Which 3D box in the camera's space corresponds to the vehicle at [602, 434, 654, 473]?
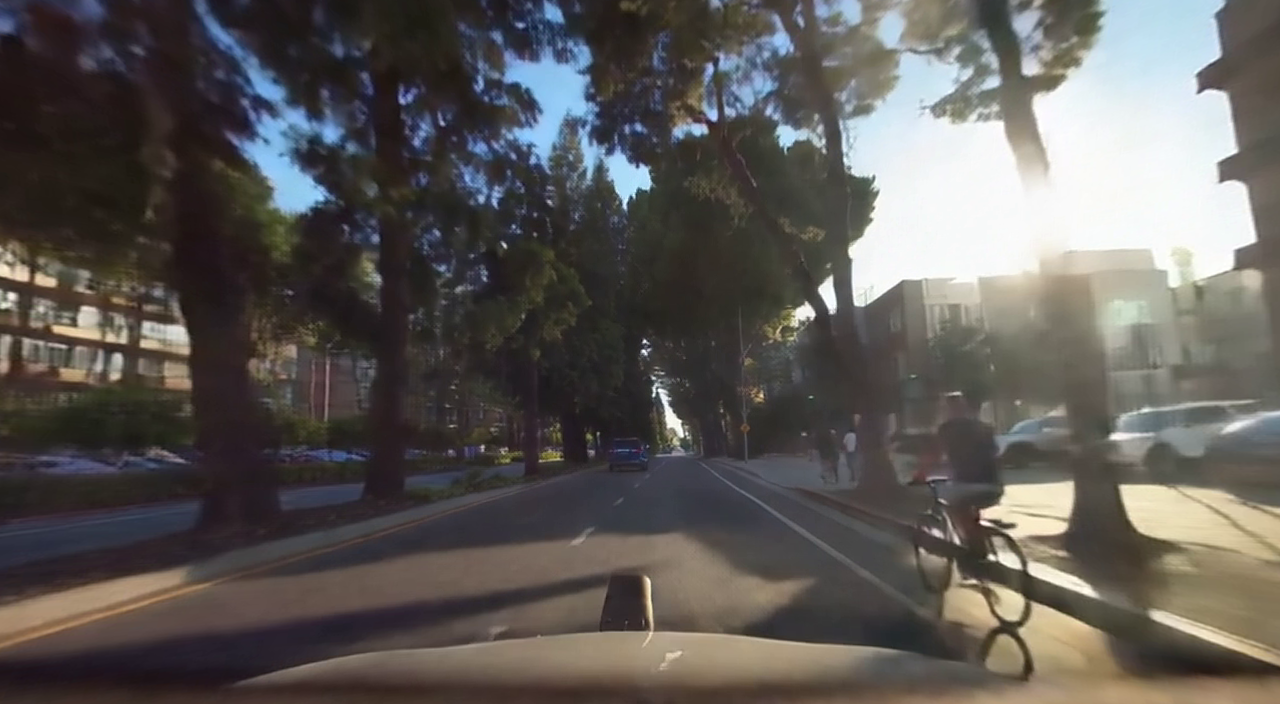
[{"bbox_3d":[-0.550,5.308,33.103,2.294,1.859,5.127,-1,-8,3],"label":"vehicle"}]
